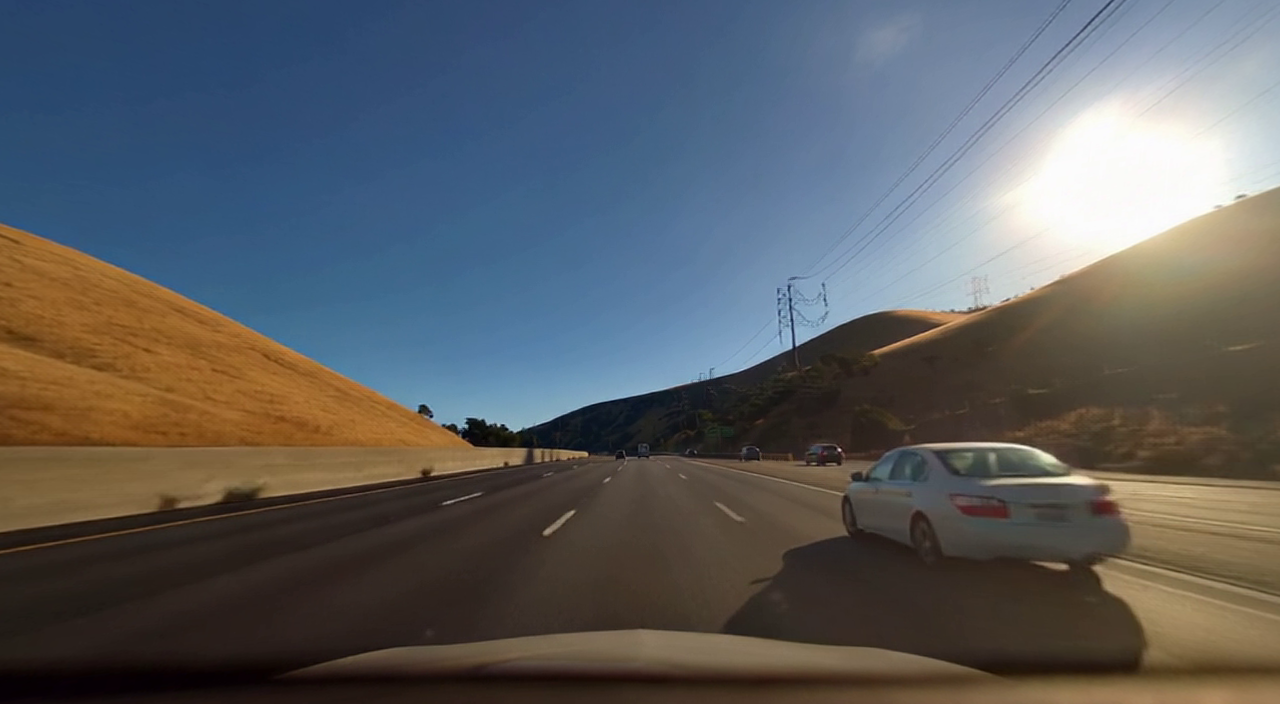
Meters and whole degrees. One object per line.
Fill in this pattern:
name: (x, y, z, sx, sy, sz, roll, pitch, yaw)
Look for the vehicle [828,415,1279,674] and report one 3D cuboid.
vehicle: (3.531, 1.495, 6.045, 2.086, 1.542, 4.355, 0, -9, 0)
